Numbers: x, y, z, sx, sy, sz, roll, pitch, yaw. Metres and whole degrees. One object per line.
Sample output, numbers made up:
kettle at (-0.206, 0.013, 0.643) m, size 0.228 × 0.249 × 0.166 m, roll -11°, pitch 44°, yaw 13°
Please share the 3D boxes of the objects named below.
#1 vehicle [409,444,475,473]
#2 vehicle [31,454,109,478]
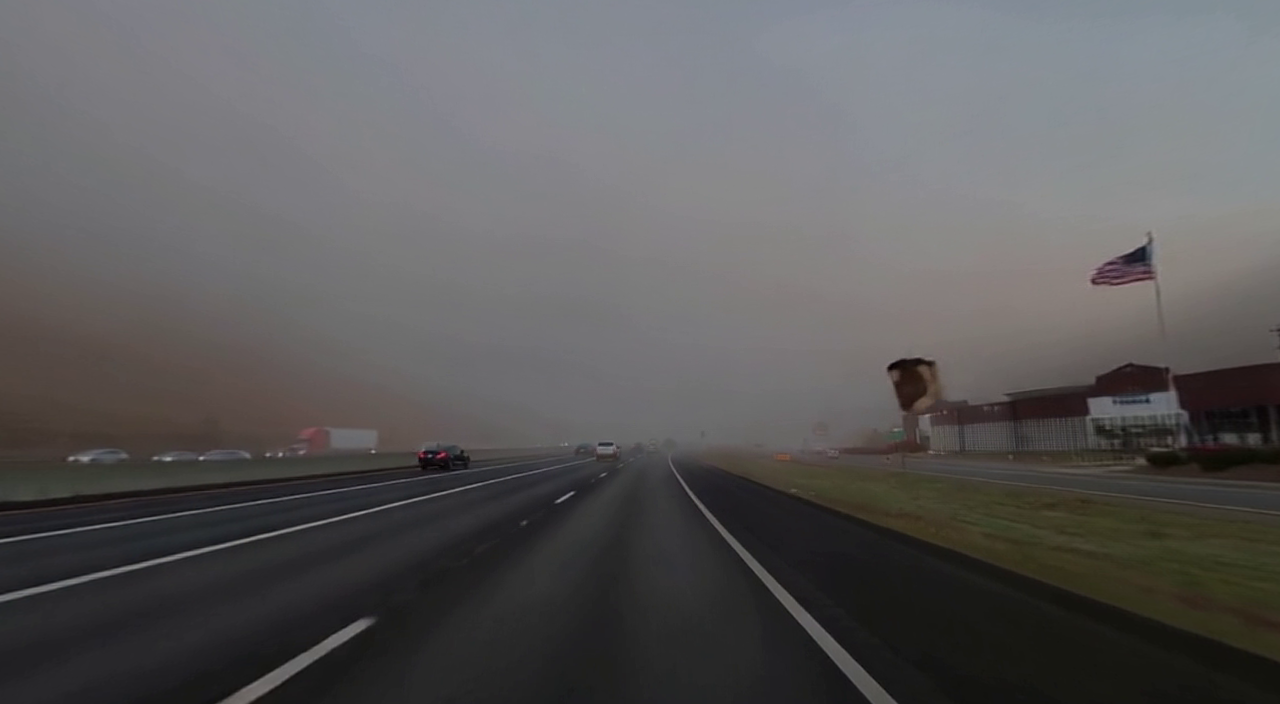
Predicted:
vehicle at (-10.517, 5.682, 33.853) m, size 1.927 × 1.454 × 4.395 m, roll -1°, pitch -8°, yaw 3°
vehicle at (-37.784, 7.557, 41.897) m, size 1.607 × 1.413 × 3.677 m, roll -1°, pitch -8°, yaw 3°
